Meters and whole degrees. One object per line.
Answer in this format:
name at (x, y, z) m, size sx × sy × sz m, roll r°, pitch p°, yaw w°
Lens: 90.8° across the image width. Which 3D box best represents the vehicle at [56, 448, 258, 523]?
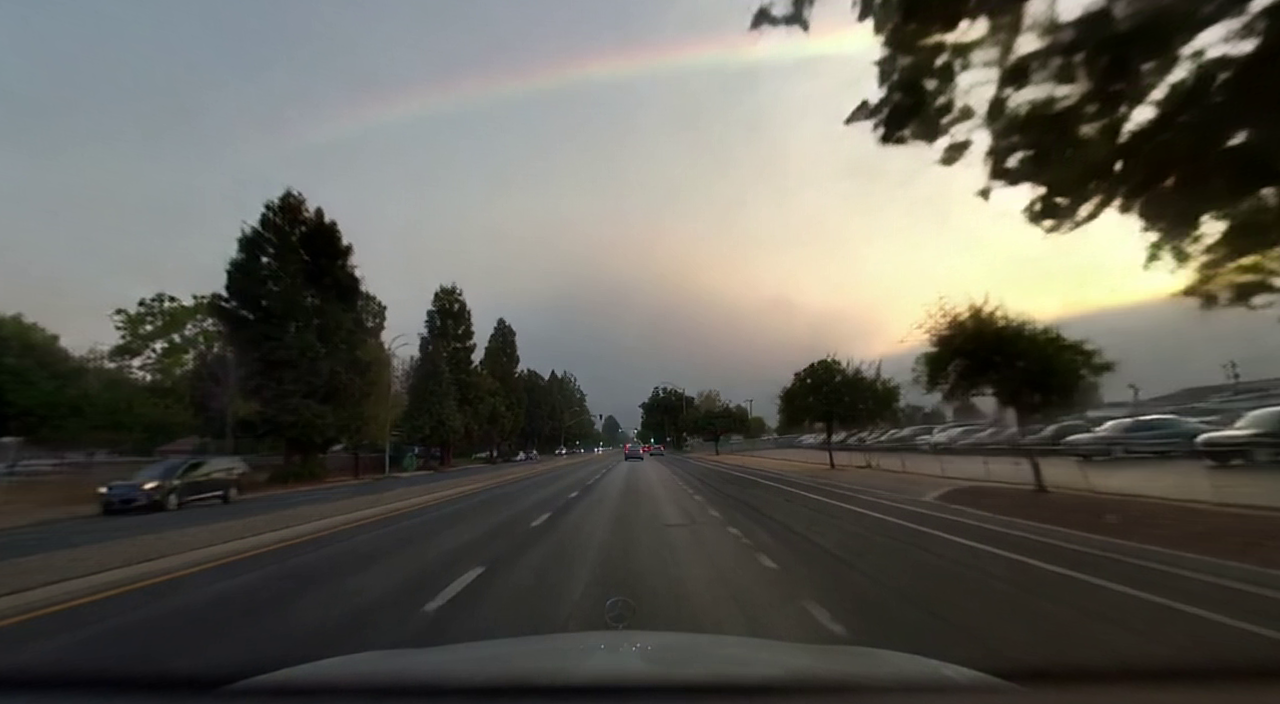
vehicle at (-14.589, 3.982, 19.665) m, size 2.055 × 1.742 × 5.503 m, roll -4°, pitch -7°, yaw -1°
